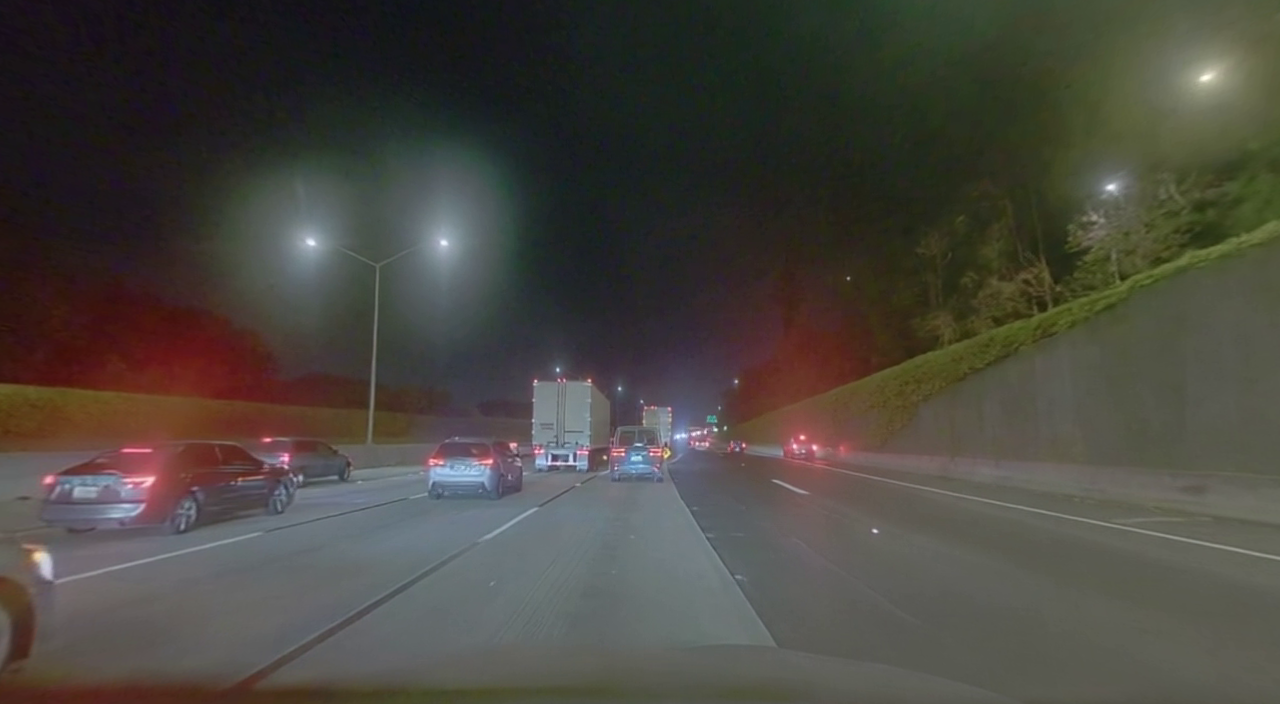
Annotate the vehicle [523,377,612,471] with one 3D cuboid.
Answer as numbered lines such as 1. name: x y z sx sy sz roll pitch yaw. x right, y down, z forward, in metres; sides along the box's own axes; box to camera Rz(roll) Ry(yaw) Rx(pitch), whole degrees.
1. vehicle: -3.835 4.818 38.618 3.348 4.469 16.443 -1 -10 1

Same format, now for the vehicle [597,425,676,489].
1. vehicle: -0.100 3.405 20.716 2.325 1.864 4.128 0 -8 0

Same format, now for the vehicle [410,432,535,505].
1. vehicle: -4.121 2.936 16.281 2.124 1.627 3.863 0 -8 1

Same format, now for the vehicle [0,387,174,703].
1. vehicle: -3.759 0.748 1.394 1.866 1.568 4.603 0 -8 1
